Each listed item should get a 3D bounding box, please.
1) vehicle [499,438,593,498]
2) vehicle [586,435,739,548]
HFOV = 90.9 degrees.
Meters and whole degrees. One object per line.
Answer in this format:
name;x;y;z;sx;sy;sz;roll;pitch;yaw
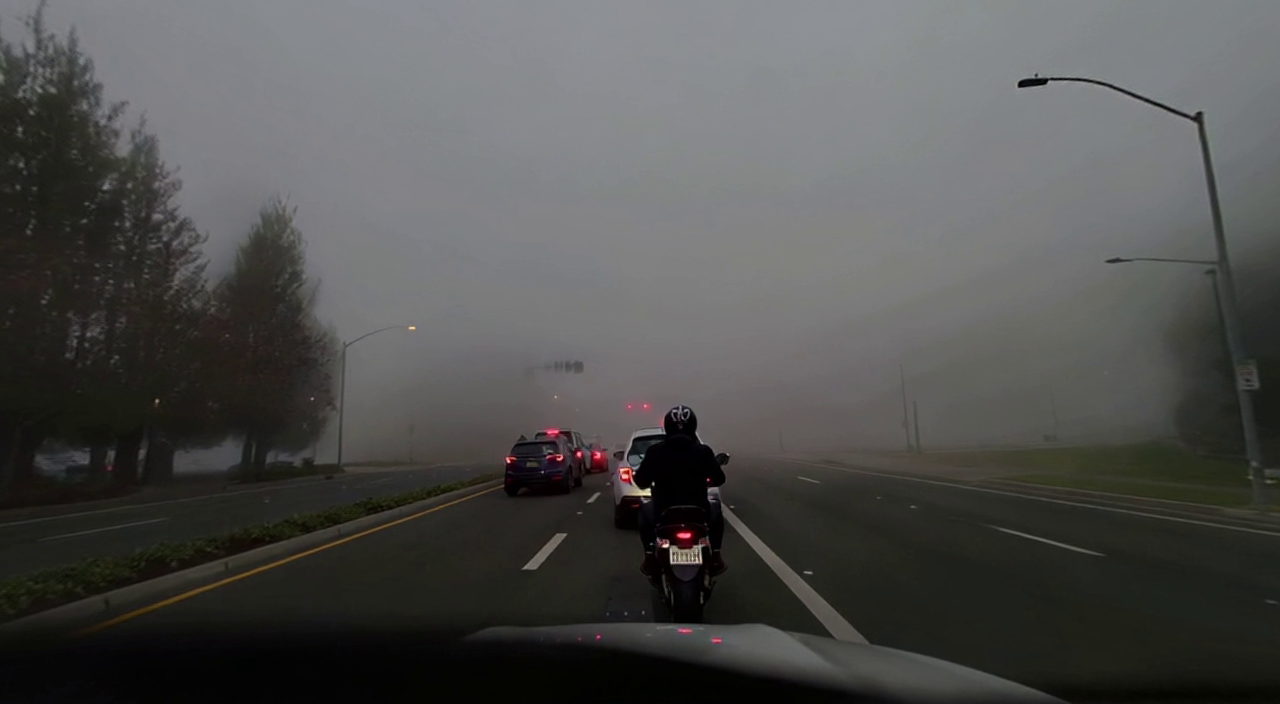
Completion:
vehicle;-2.554;3.243;18.062;1.979;1.499;3.840;-1;-8;2
vehicle;0.324;2.166;10.636;2.009;1.450;4.608;-1;-8;1
